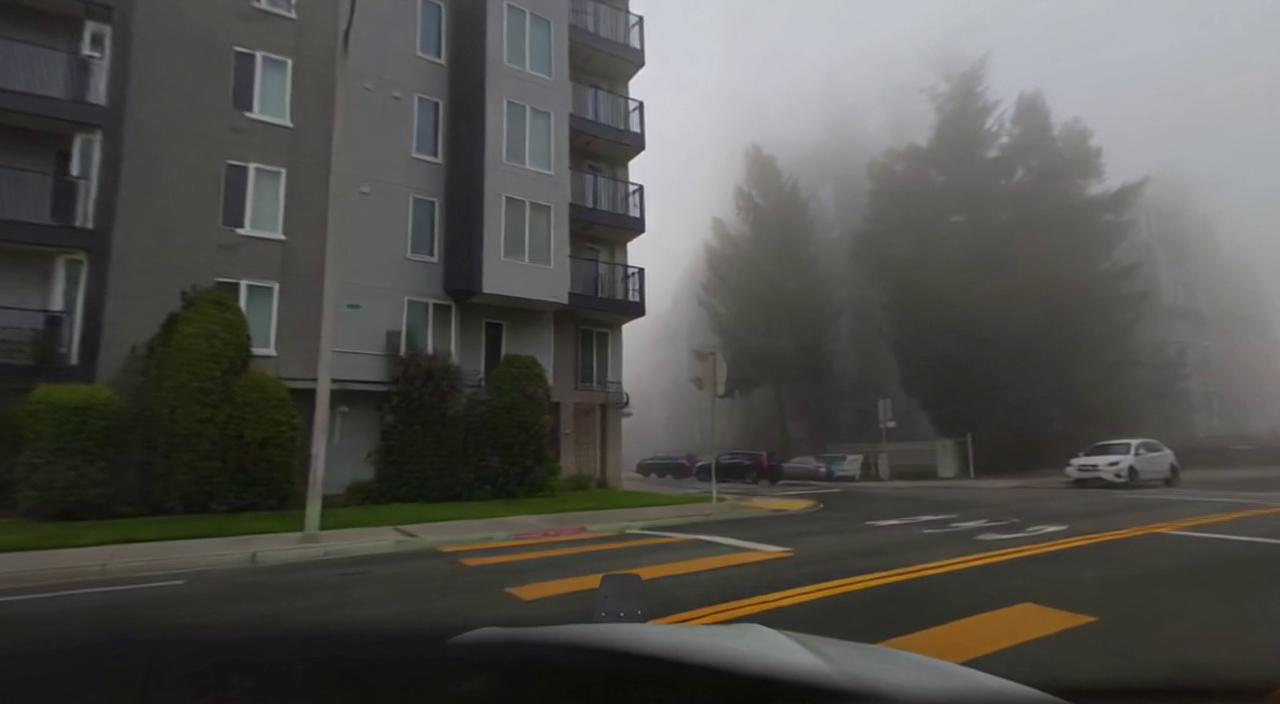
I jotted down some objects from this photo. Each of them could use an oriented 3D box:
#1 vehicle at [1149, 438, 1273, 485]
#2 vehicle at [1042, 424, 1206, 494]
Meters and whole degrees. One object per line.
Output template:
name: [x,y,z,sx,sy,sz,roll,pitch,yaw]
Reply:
vehicle: [19.423,3.666,21.452,4.313,1.462,1.789,5,-10,-30]
vehicle: [14.185,3.071,18.493,4.619,1.817,1.993,4,-10,-29]
